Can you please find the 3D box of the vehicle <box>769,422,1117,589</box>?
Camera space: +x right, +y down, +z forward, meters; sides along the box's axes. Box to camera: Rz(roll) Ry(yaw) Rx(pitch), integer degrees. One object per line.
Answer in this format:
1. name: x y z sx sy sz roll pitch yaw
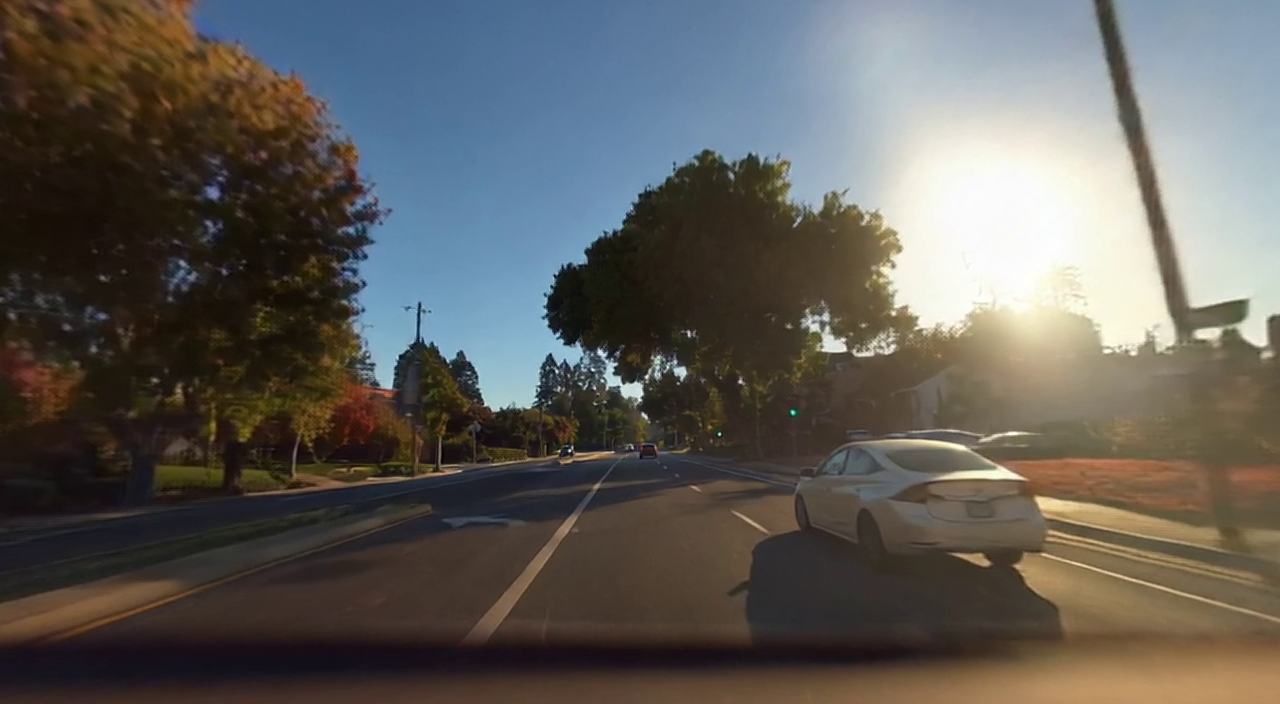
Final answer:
1. vehicle: 3.153 1.689 7.835 2.134 1.476 4.327 0 -8 0
